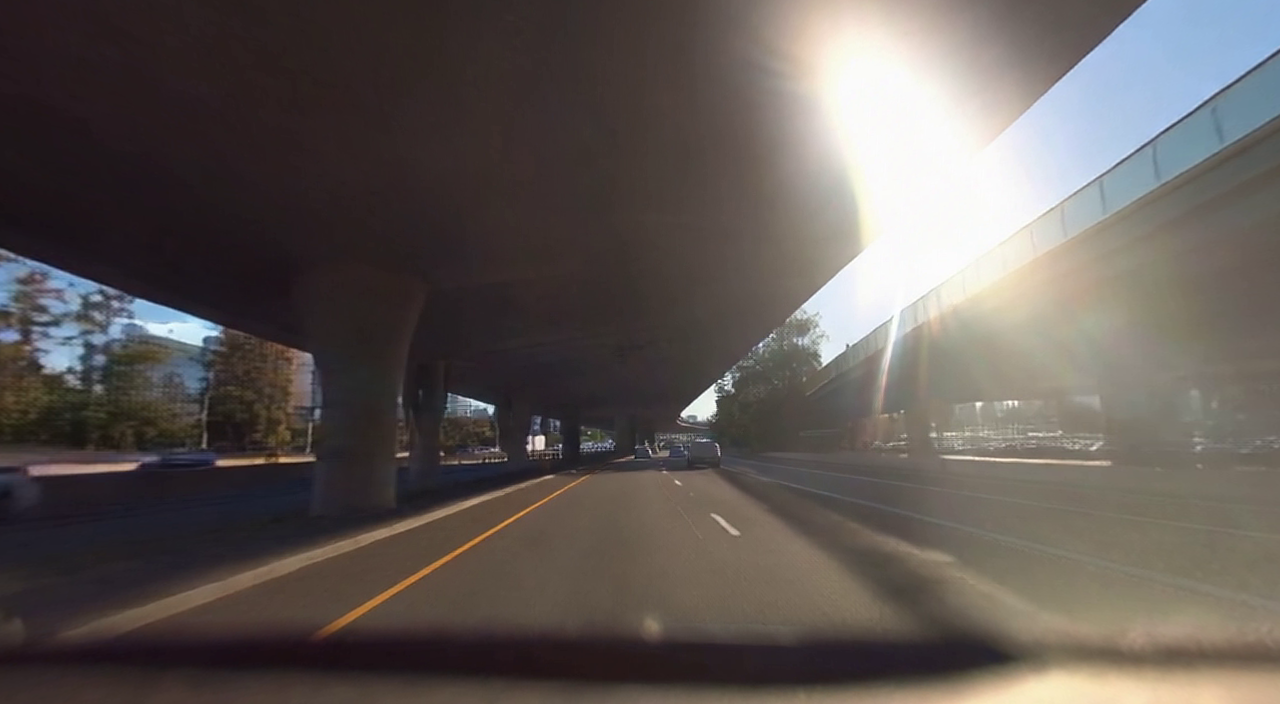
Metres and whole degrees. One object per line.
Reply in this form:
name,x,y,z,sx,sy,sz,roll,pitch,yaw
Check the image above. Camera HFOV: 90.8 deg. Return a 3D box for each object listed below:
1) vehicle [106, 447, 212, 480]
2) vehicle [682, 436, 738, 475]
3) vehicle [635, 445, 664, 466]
vehicle,-27.503,6.372,36.418,2.122,1.705,4.982,0,-8,1
vehicle,3.426,5.219,32.115,2.226,1.779,4.835,0,-8,-1
vehicle,0.680,7.607,46.650,2.046,1.475,3.784,0,-8,1
